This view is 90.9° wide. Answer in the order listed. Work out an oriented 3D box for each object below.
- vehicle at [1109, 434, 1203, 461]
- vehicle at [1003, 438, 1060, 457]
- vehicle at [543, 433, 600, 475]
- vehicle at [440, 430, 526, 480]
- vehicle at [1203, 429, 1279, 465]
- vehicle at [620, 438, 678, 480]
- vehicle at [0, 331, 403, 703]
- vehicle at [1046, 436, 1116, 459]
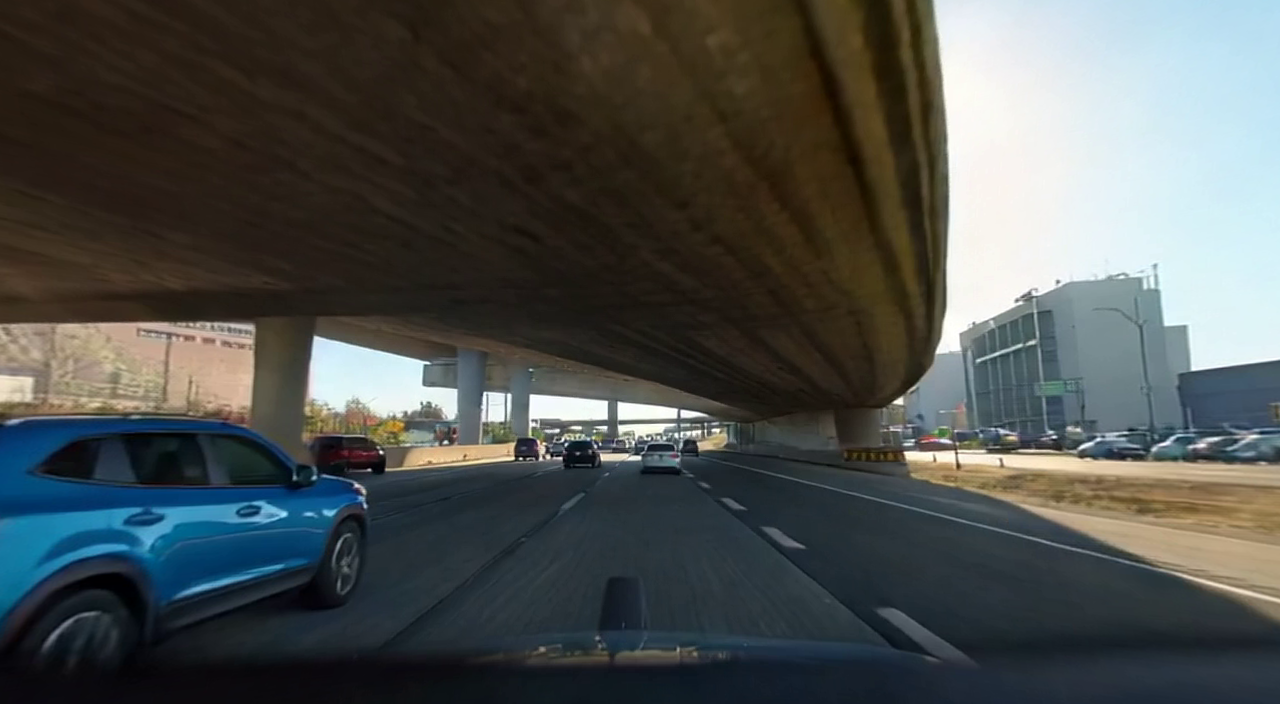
[{"bbox_3d":[30.433,5.664,37.410,1.838,1.491,4.554,0,-8,2],"label":"vehicle"},{"bbox_3d":[30.551,7.492,49.388,1.598,1.384,4.580,0,-8,1],"label":"vehicle"},{"bbox_3d":[-2.959,4.498,28.048,2.007,1.730,4.412,0,-8,0],"label":"vehicle"},{"bbox_3d":[-6.180,4.130,25.538,2.125,1.804,4.864,0,-8,1],"label":"vehicle"},{"bbox_3d":[30.334,4.633,30.692,1.843,1.626,4.378,0,-8,1],"label":"vehicle"},{"bbox_3d":[0.338,4.113,24.548,2.090,1.474,3.970,0,-8,0],"label":"vehicle"},{"bbox_3d":[-3.232,0.985,3.631,1.961,1.687,4.453,0,-8,0],"label":"vehicle"},{"bbox_3d":[30.470,6.604,43.716,1.722,1.461,4.302,0,-8,1],"label":"vehicle"}]
